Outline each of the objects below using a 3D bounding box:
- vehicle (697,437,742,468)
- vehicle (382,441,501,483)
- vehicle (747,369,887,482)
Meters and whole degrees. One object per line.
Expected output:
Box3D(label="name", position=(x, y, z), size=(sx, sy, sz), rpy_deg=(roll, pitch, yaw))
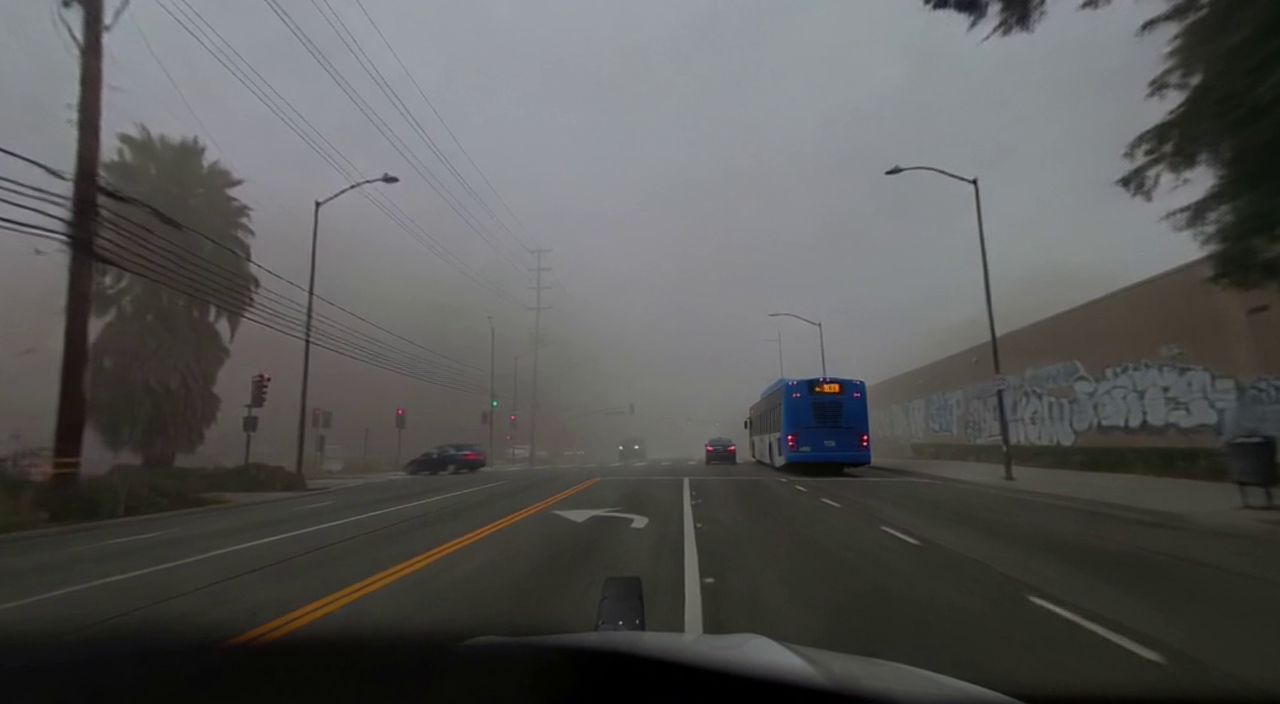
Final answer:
Box3D(label="vehicle", position=(3.972, 5.093, 32.183), size=(1.961, 1.470, 4.196), rpy_deg=(-1, -8, 3))
Box3D(label="vehicle", position=(-8.043, 4.404, 25.622), size=(4.420, 1.544, 2.018), rpy_deg=(-5, -9, 27))
Box3D(label="vehicle", position=(6.497, 3.166, 25.815), size=(3.045, 3.447, 12.604), rpy_deg=(-1, -8, 4))
